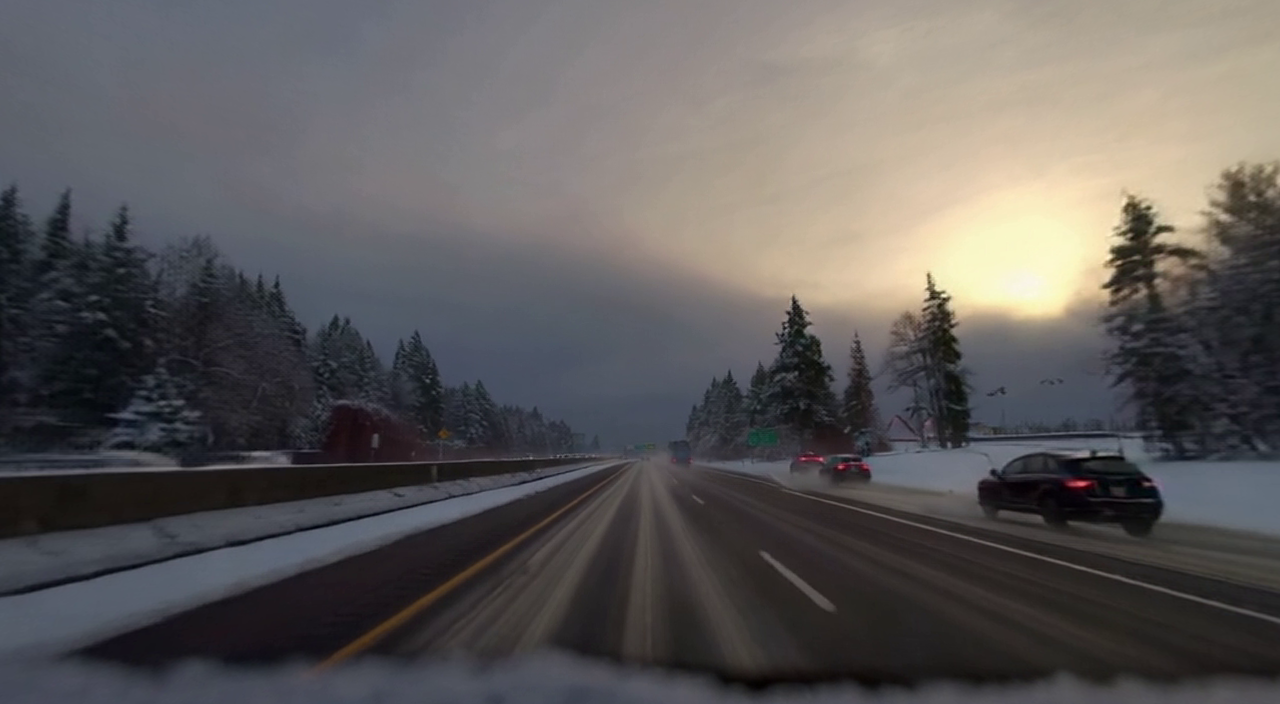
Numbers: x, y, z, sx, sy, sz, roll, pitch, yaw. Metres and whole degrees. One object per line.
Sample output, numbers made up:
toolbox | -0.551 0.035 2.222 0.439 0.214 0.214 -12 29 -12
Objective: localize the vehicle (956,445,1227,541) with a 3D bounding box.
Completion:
vehicle | 8.278 2.587 12.251 1.907 1.495 4.517 0 -9 0

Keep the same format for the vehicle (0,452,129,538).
vehicle | -11.928 2.512 11.166 1.957 1.454 4.414 0 -9 1

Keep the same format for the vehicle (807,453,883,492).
vehicle | 8.582 5.039 26.788 1.842 1.475 4.479 0 -9 2

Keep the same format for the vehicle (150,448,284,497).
vehicle | -15.955 4.543 24.107 2.031 1.693 4.355 0 -9 1
